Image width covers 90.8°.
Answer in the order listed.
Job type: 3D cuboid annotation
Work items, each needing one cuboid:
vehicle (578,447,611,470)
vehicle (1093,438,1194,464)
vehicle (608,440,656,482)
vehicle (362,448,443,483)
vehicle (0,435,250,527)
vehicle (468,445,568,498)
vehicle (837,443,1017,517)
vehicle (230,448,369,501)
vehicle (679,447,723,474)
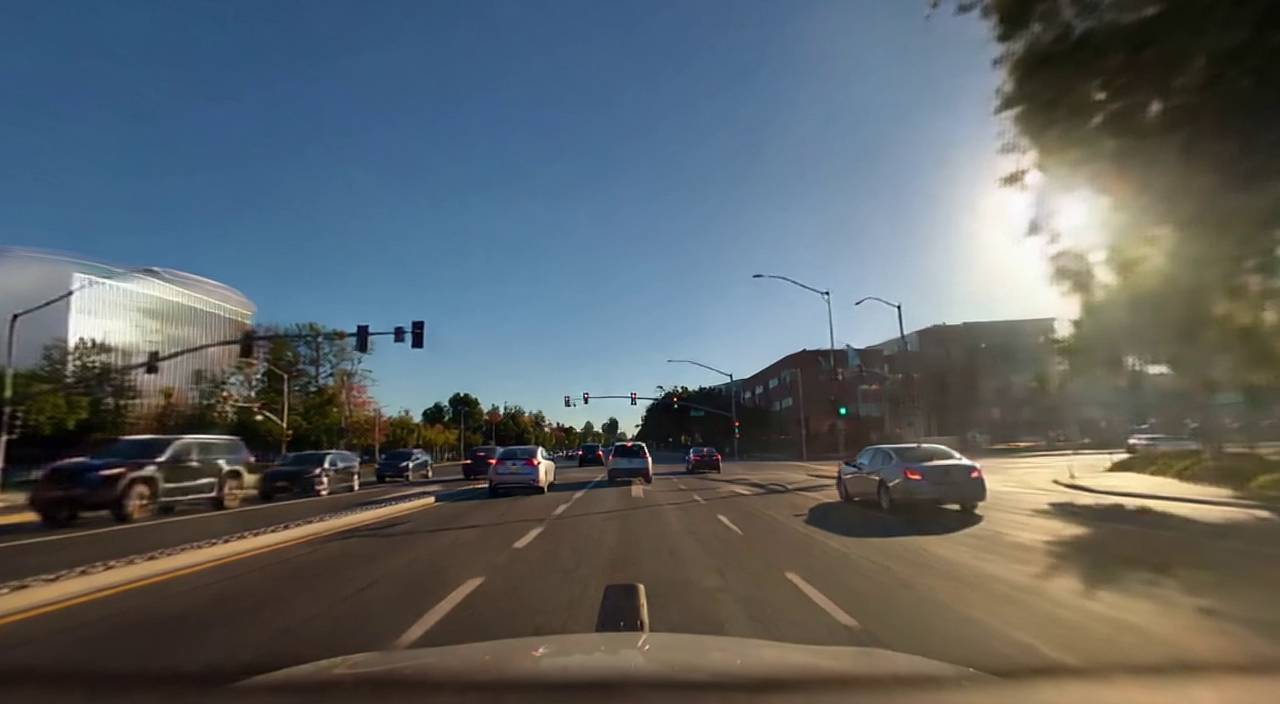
[{"bbox_3d":[-3.093,7.308,43.678,2.002,1.502,4.057,0,-8,0],"label":"vehicle"},{"bbox_3d":[29.381,5.775,36.899,4.568,1.475,2.022,2,-9,-12],"label":"vehicle"},{"bbox_3d":[-0.331,4.869,28.578,2.008,1.716,4.125,0,-8,0],"label":"vehicle"},{"bbox_3d":[-10.983,5.265,29.586,2.047,1.479,4.228,0,-8,2],"label":"vehicle"},{"bbox_3d":[-10.906,2.707,13.863,2.026,1.706,4.041,0,-8,1],"label":"vehicle"},{"bbox_3d":[-3.708,3.692,20.047,2.163,1.474,4.413,0,-8,2],"label":"vehicle"},{"bbox_3d":[6.440,2.892,14.921,2.028,1.451,4.625,0,-8,-1],"label":"vehicle"},{"bbox_3d":[-10.739,3.852,20.377,1.924,1.479,4.508,0,-8,0],"label":"vehicle"},{"bbox_3d":[3.425,6.162,36.137,2.014,1.430,4.103,0,-8,-2],"label":"vehicle"}]
